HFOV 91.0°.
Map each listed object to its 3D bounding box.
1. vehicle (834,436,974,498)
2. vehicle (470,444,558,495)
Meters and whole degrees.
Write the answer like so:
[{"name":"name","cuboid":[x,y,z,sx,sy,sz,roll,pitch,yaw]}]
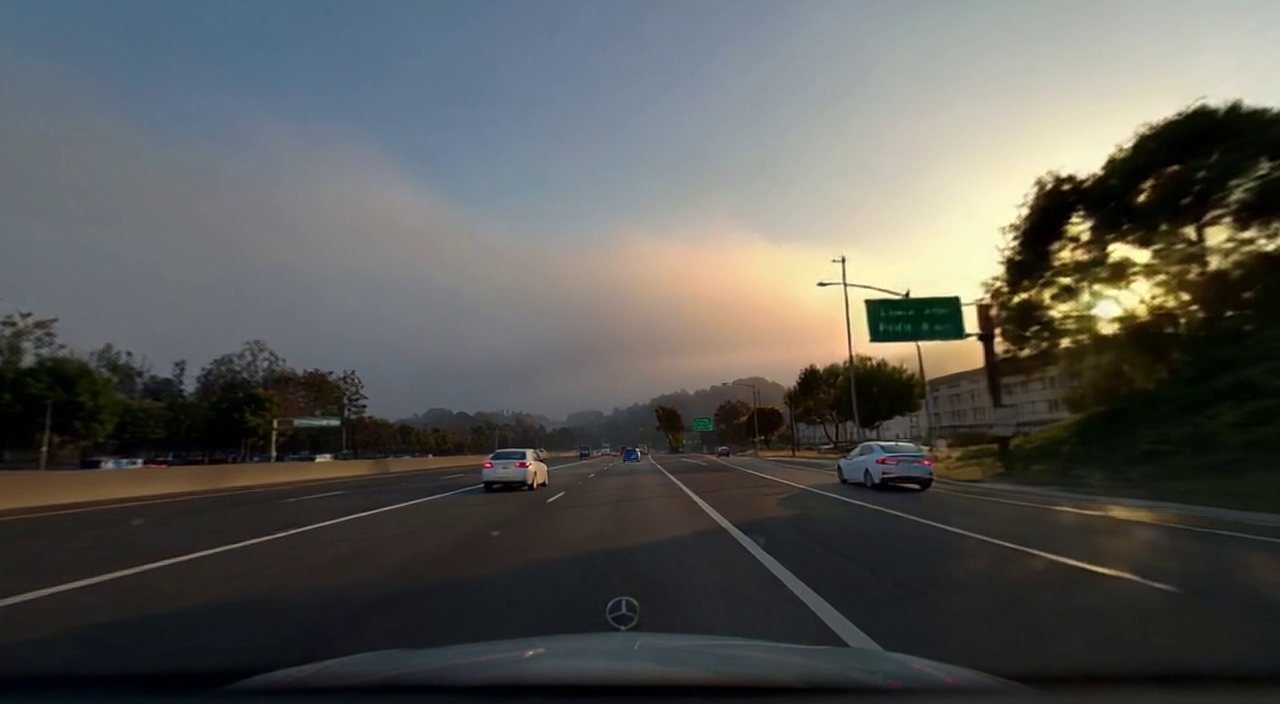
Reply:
[{"name":"vehicle","cuboid":[7.640,3.391,18.987,2.035,1.566,5.409,0,-9,2]},{"name":"vehicle","cuboid":[-4.227,4.023,21.895,2.071,1.553,4.388,0,-9,1]}]
